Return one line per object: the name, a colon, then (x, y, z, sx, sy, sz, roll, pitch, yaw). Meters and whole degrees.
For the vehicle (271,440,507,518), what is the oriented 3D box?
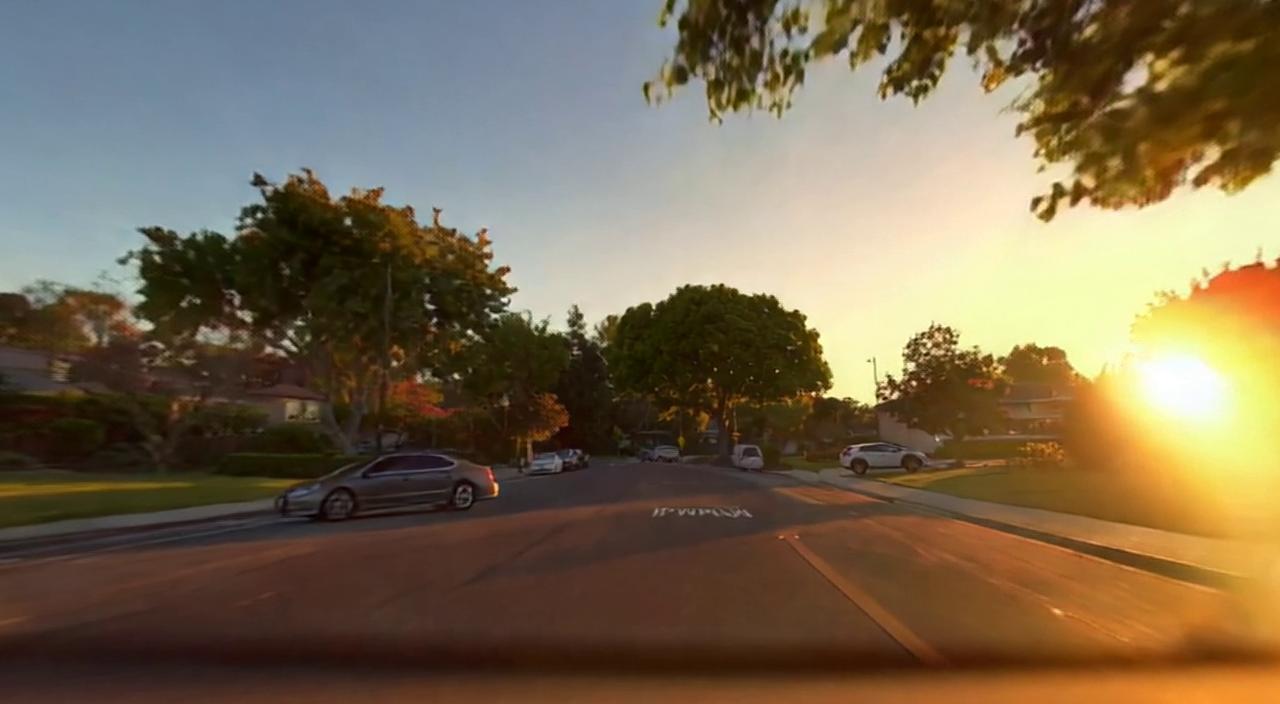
vehicle: (-5.728, 2.845, 14.669, 4.750, 1.559, 1.928, 5, -9, -27)

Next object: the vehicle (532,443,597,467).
vehicle: (-5.833, 7.977, 49.186, 4.620, 1.695, 2.004, 4, -11, -34)

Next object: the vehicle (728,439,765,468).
vehicle: (7.641, 7.298, 45.631, 2.051, 1.925, 4.625, 0, -8, 3)

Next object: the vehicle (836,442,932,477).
vehicle: (13.824, 6.115, 36.043, 4.733, 1.843, 2.005, 0, -8, 6)
